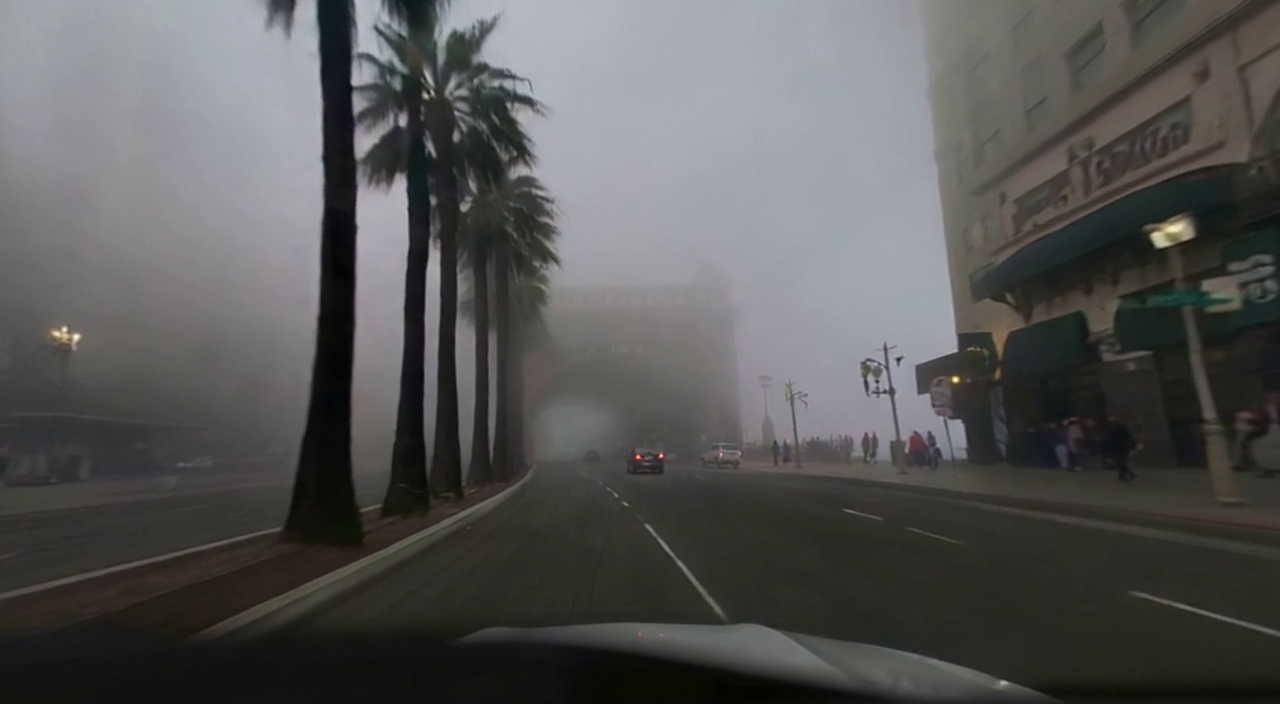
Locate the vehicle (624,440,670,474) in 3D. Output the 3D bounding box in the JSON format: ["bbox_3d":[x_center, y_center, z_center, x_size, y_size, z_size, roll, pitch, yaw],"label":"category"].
[{"bbox_3d":[0.341,6.801,41.057,2.284,2.010,6.670,1,-9,-6],"label":"vehicle"}]
